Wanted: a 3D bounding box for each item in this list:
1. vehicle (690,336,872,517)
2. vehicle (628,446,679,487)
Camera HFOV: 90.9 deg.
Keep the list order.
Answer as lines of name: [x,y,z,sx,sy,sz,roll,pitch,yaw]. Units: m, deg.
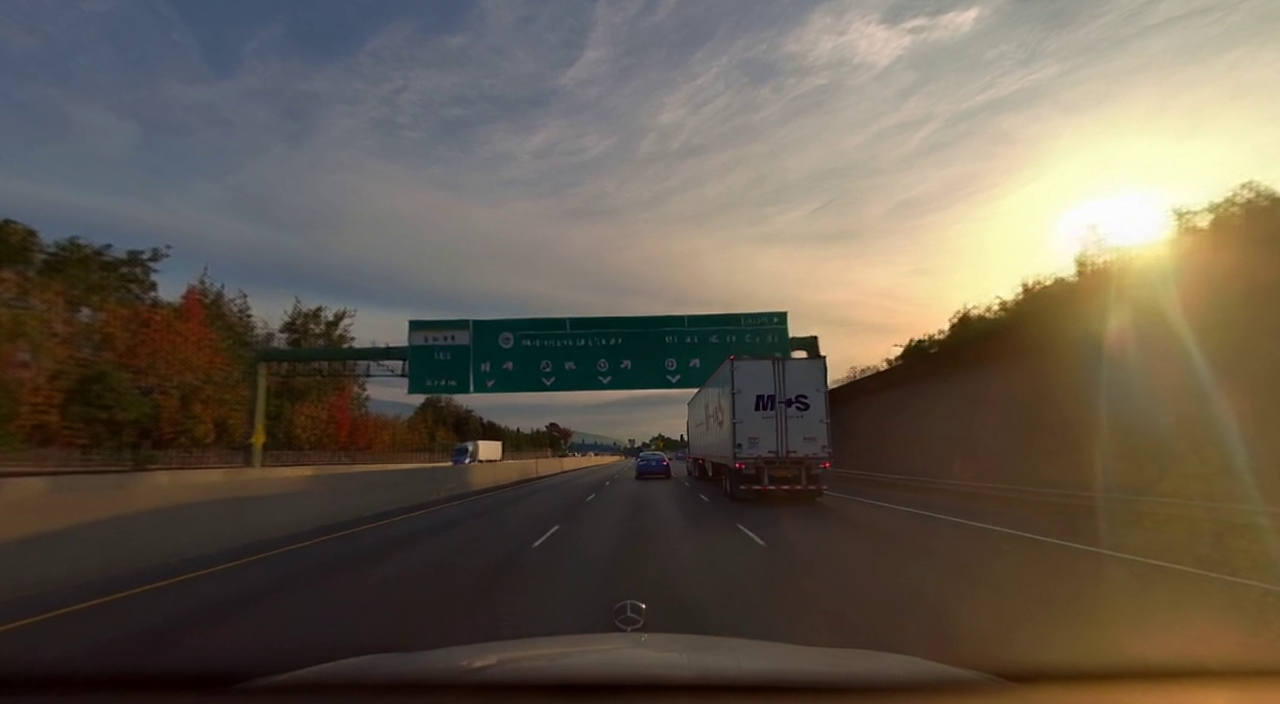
vehicle: [3.742,2.742,21.431,3.002,4.104,14.174,0,-9,0]
vehicle: [0.581,5.049,28.086,2.121,1.642,3.828,0,-9,0]
